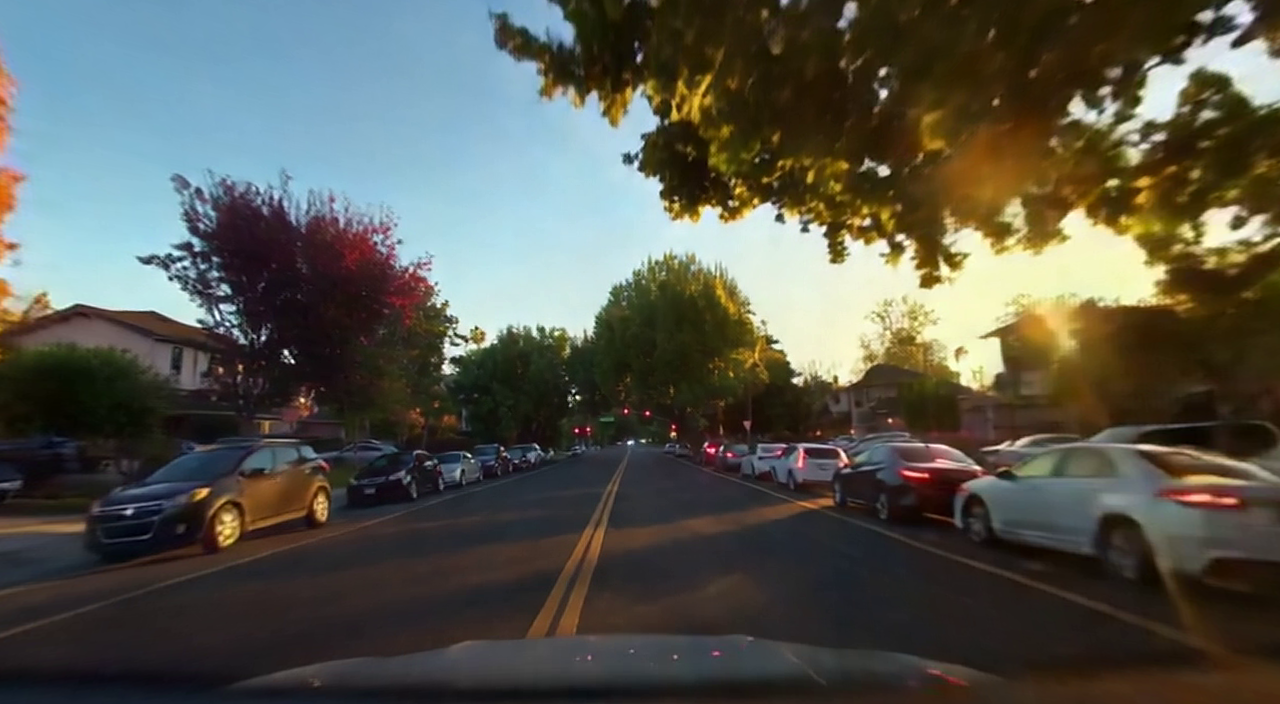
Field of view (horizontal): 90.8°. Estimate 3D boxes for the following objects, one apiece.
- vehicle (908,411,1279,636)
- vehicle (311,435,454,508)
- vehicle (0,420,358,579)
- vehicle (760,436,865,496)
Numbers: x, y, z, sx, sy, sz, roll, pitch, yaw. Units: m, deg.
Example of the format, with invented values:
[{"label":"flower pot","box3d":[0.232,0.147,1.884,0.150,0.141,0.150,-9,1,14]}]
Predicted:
[{"label":"vehicle","box3d":[4.789,1.492,6.600,1.861,1.490,4.619,0,-8,-1]},{"label":"vehicle","box3d":[-6.693,3.144,17.116,1.947,1.665,4.716,0,-9,-1]},{"label":"vehicle","box3d":[-6.668,2.127,10.013,2.033,1.759,5.372,-1,-9,-1]},{"label":"vehicle","box3d":[4.671,3.129,17.743,1.729,1.479,4.101,0,-8,-1]}]
